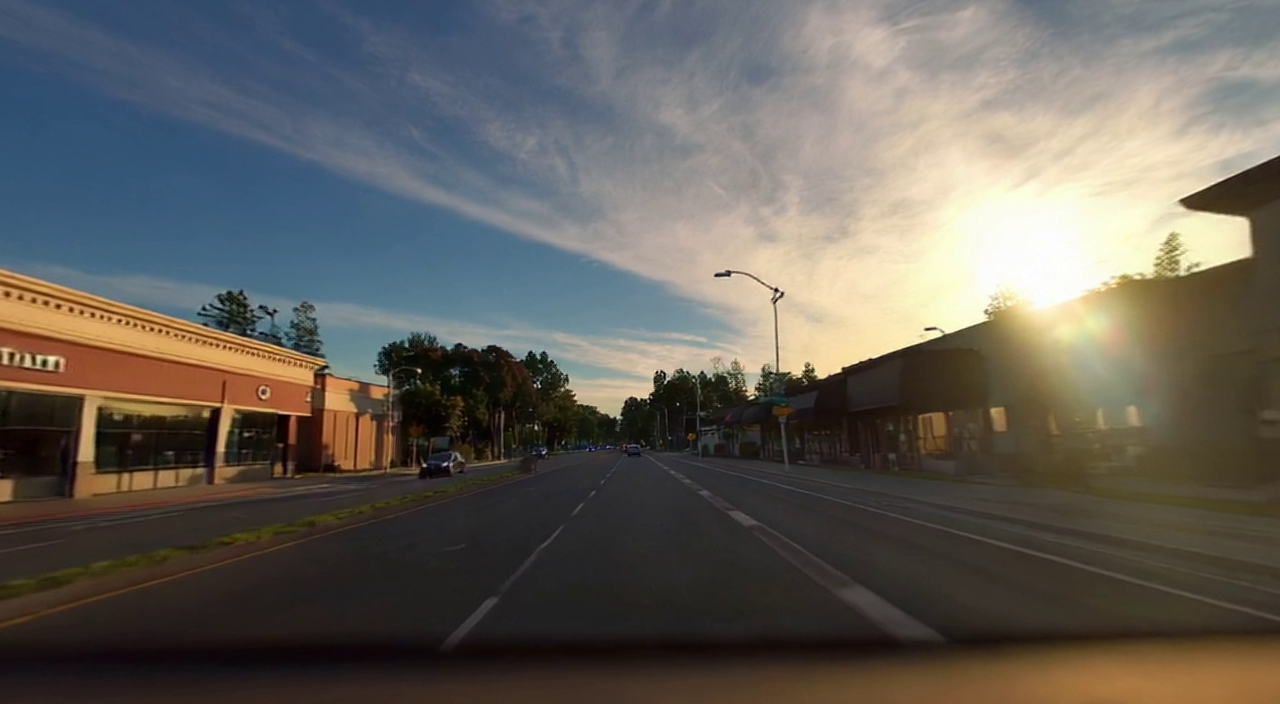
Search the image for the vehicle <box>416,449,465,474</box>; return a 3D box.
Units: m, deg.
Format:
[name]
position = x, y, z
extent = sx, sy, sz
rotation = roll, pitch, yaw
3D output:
[vehicle]
position = -15.027, 8.240, 47.790
extent = 2.043, 1.797, 4.919
rotation = -1, -9, 1
